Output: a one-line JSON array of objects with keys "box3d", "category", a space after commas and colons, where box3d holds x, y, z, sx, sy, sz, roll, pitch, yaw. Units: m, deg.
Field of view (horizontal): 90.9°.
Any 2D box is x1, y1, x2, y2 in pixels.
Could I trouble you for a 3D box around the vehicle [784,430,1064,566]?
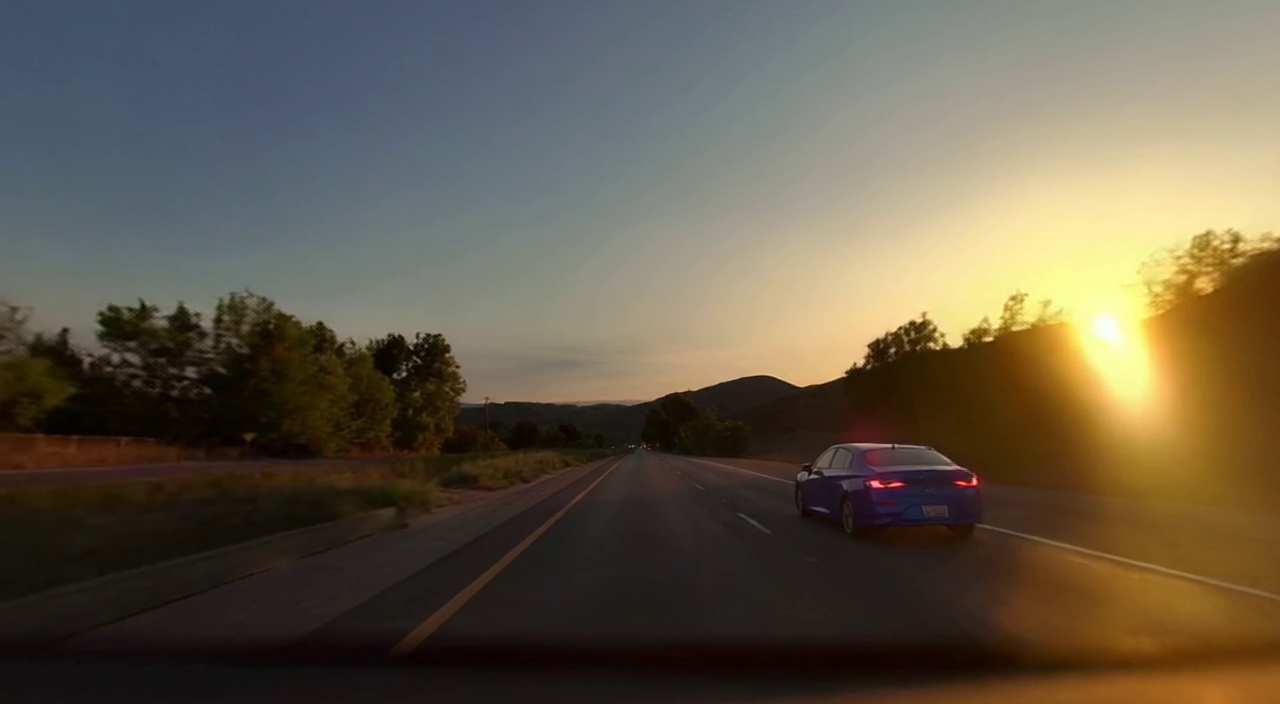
[{"box3d": [3.658, 1.950, 9.244, 2.003, 1.466, 4.441, 0, -8, 0], "category": "vehicle"}]
